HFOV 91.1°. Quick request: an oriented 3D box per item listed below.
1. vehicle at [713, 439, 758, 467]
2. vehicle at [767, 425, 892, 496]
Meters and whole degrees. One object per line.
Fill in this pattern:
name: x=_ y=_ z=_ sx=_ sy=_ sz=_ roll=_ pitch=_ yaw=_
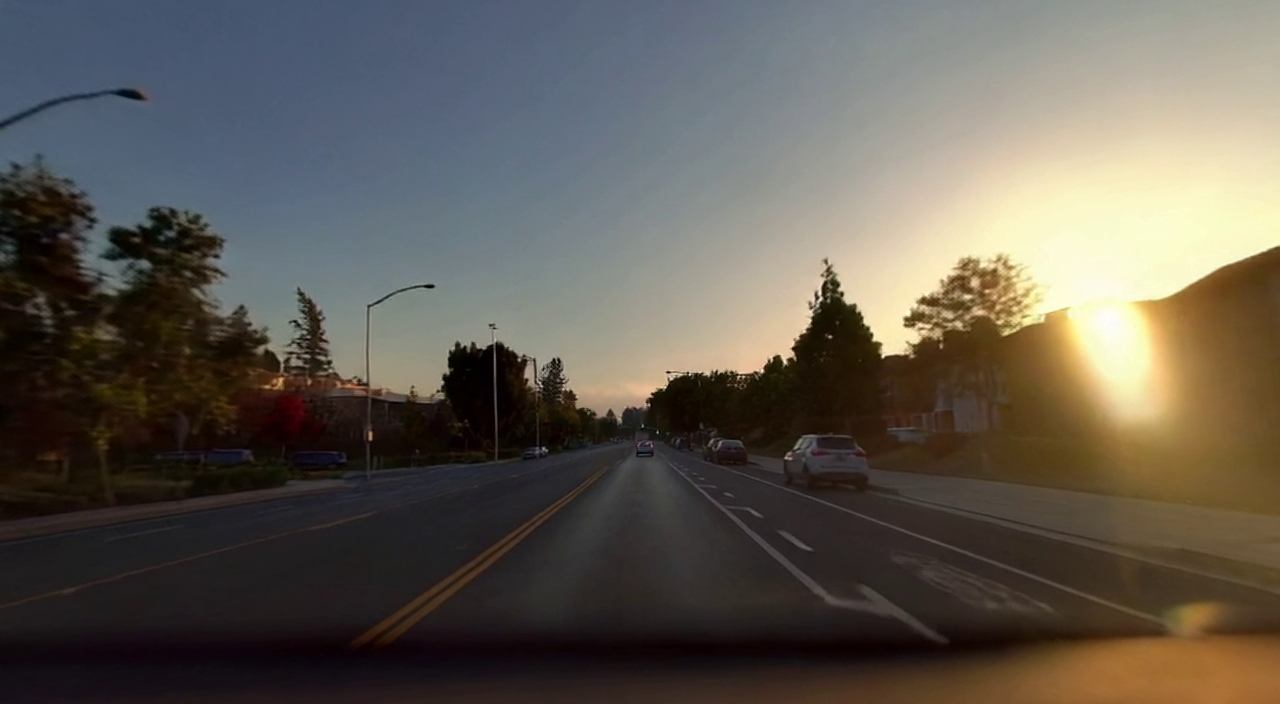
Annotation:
vehicle: x=5.465 y=5.809 z=36.360 sx=1.851 sy=1.487 sz=4.566 roll=0 pitch=-8 yaw=-1
vehicle: x=5.191 y=3.043 z=18.017 sx=2.140 sy=1.739 sz=4.721 roll=0 pitch=-8 yaw=0
